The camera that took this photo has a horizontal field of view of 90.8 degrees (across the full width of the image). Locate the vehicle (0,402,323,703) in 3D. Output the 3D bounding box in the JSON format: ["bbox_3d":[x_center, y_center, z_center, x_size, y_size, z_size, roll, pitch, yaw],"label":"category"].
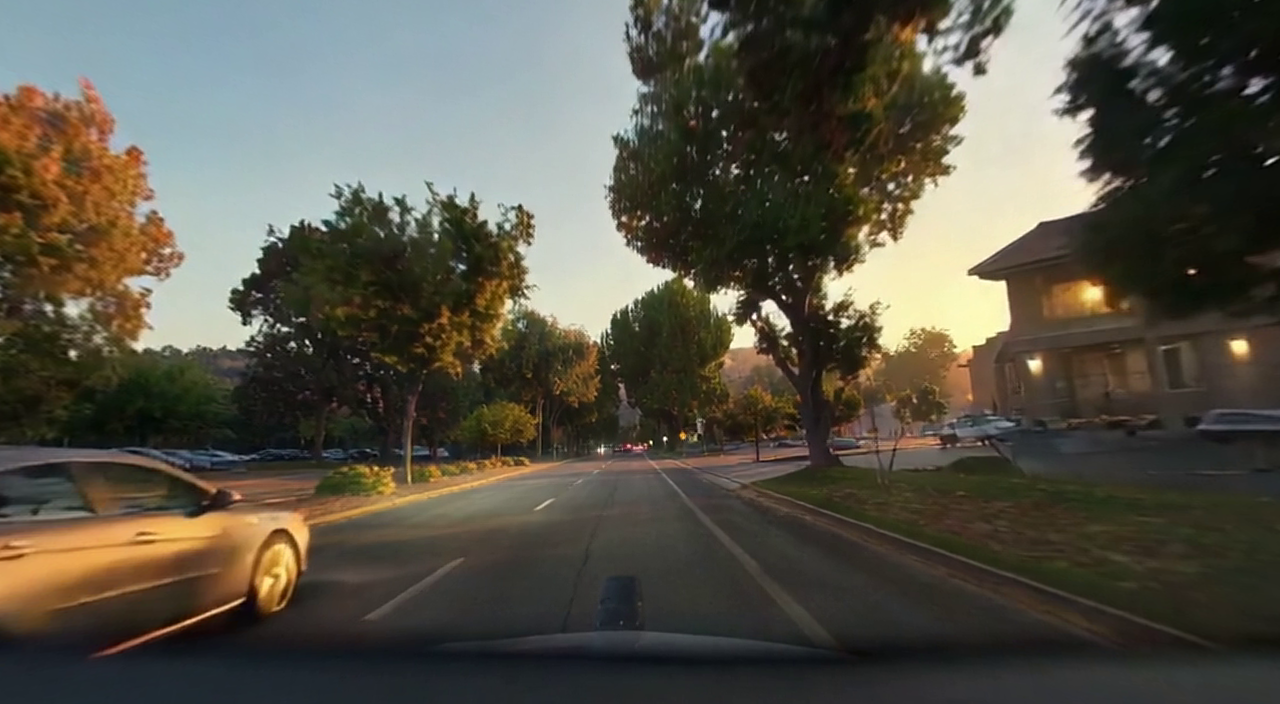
[{"bbox_3d":[-3.640,1.082,3.199,2.030,1.550,3.925,0,-8,0],"label":"vehicle"}]
